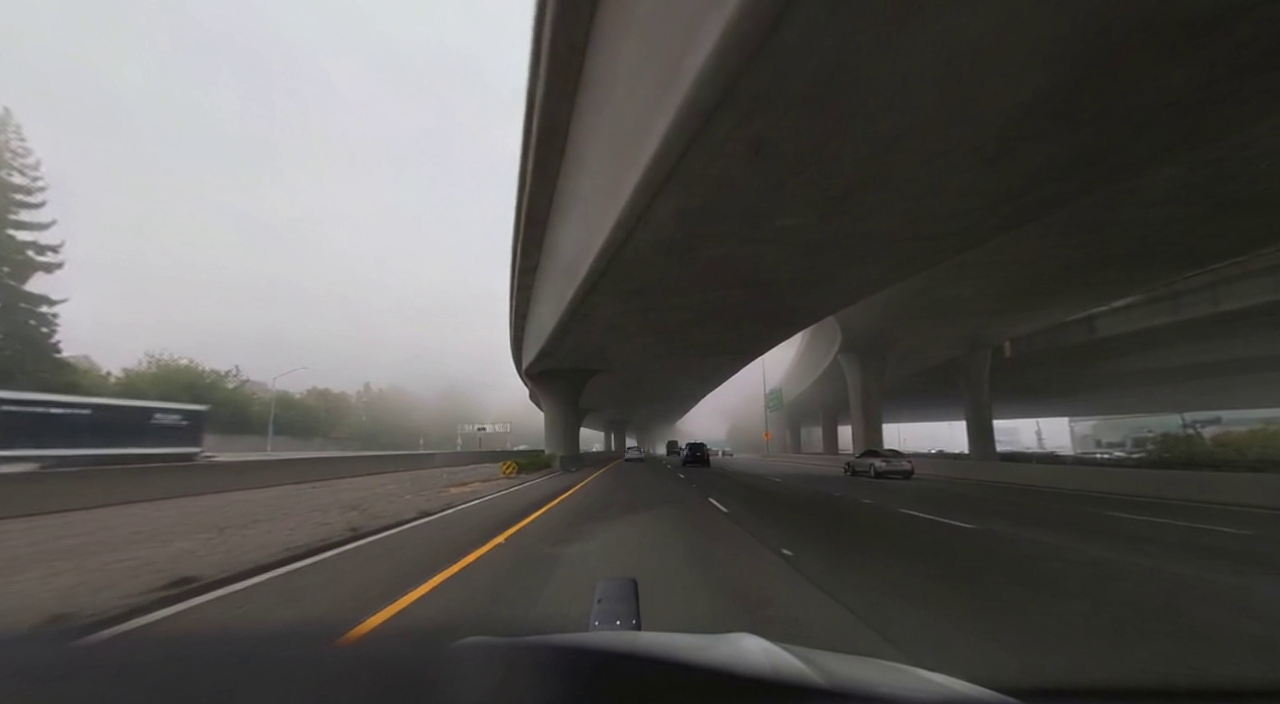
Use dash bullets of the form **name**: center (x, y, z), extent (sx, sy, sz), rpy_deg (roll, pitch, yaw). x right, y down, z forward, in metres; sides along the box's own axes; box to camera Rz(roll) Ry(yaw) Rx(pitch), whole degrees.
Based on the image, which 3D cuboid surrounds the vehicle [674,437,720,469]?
- **vehicle**: center (3.367, 6.115, 38.237), extent (2.226, 1.779, 4.835), rpy_deg (0, -9, -1)

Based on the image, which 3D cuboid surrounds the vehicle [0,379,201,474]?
- **vehicle**: center (-27.182, 3.802, 30.501), extent (2.798, 3.790, 12.764), rpy_deg (0, -9, 0)

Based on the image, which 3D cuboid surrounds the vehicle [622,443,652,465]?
- **vehicle**: center (-0.161, 7.391, 45.795), extent (2.046, 1.475, 3.784), rpy_deg (-1, -9, 1)
